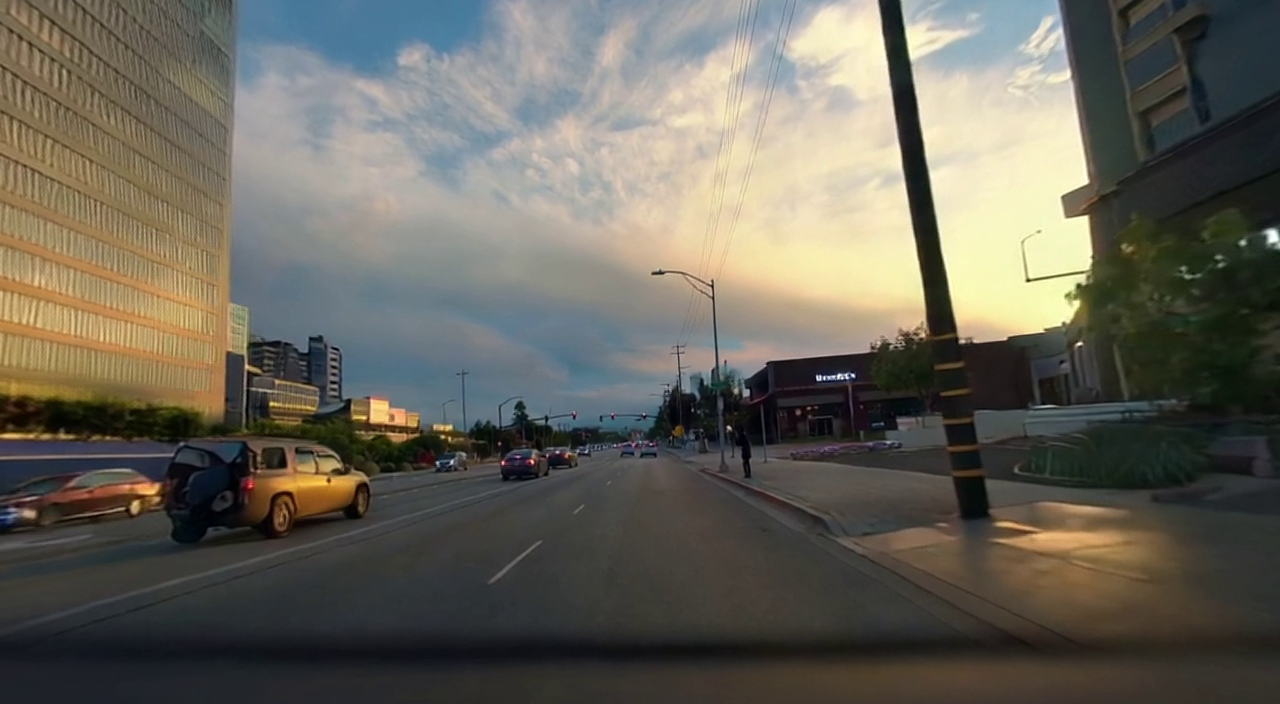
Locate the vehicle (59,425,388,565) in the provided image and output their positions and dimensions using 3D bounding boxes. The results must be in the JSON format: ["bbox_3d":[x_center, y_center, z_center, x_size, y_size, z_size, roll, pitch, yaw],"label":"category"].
[{"bbox_3d":[-6.116,2.124,10.220,2.007,1.698,4.759,0,-9,1],"label":"vehicle"}]

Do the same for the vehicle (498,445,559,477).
[{"bbox_3d":[-5.412,5.363,31.328,2.030,1.488,4.650,-1,-9,2],"label":"vehicle"}]
